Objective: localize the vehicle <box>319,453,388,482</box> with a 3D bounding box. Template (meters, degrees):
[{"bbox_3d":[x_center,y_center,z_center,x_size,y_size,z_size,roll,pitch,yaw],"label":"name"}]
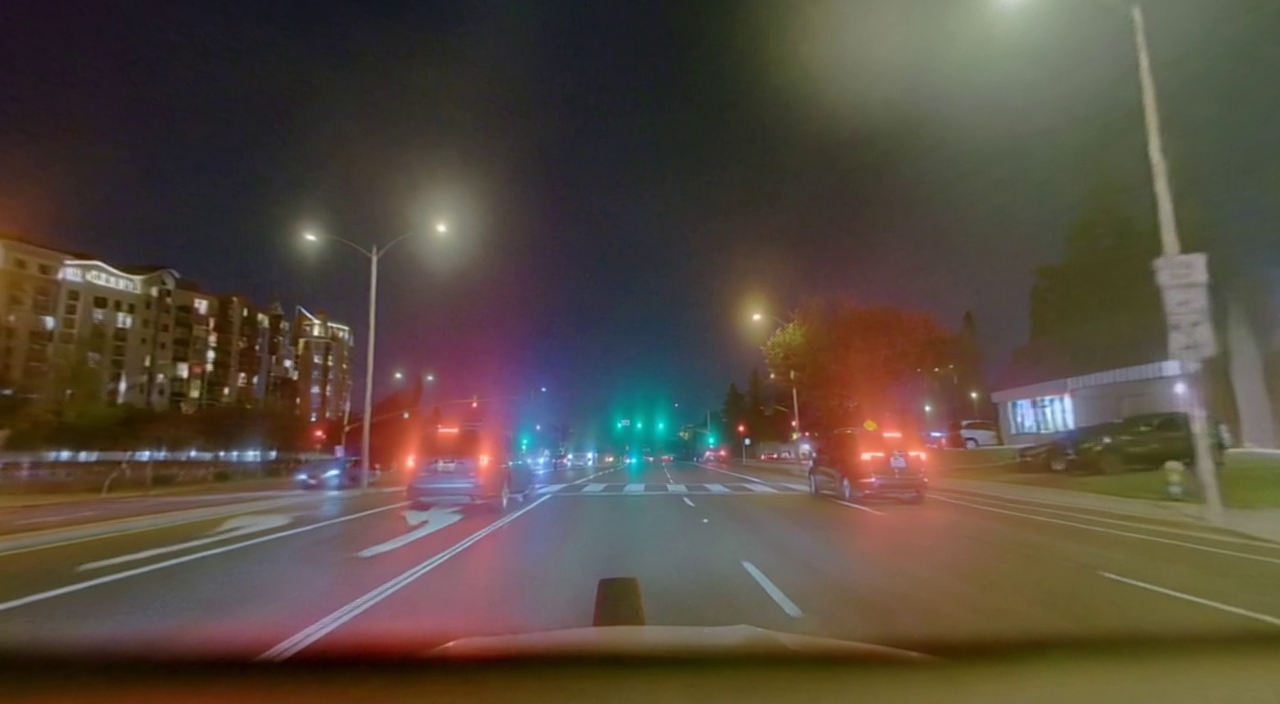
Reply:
[{"bbox_3d":[-15.977,6.436,35.514,1.835,1.448,4.208,-1,-9,1],"label":"vehicle"}]

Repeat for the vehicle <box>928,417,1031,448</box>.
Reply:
[{"bbox_3d":[23.198,5.556,43.373,5.656,1.985,2.187,-1,-9,3],"label":"vehicle"}]

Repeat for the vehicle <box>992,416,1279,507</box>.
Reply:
[{"bbox_3d":[10.453,2.348,13.724,4.399,1.722,2.202,-3,-9,16],"label":"vehicle"}]

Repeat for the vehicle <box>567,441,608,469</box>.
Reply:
[{"bbox_3d":[-3.424,6.800,41.897,2.180,1.699,4.485,-1,-9,2],"label":"vehicle"}]

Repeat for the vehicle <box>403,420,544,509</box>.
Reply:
[{"bbox_3d":[-3.963,2.795,16.107,2.220,1.888,4.904,0,-9,0],"label":"vehicle"}]

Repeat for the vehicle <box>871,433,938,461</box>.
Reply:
[{"bbox_3d":[14.811,5.366,35.653,1.865,1.425,4.439,0,-9,0],"label":"vehicle"}]

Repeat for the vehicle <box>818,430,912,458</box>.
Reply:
[{"bbox_3d":[15.667,6.432,44.232,5.618,1.857,2.296,0,-9,-2],"label":"vehicle"}]
